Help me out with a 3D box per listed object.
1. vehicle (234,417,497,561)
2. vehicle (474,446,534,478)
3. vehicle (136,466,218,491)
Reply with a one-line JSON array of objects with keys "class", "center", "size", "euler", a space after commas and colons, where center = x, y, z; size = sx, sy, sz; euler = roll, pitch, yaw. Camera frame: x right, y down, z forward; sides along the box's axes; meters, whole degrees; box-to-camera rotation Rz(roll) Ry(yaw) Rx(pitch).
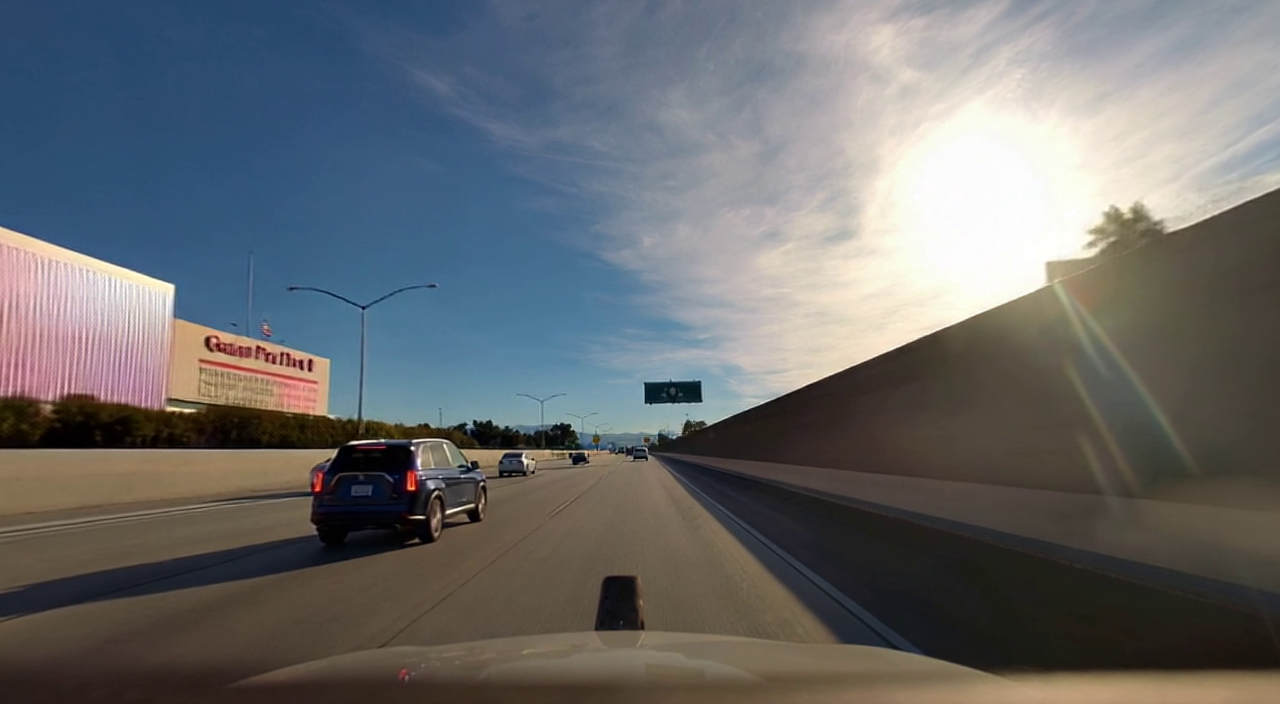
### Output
[{"class": "vehicle", "center": [-3.868, 2.014, 9.984], "size": [2.059, 1.725, 4.521], "euler": [0, -9, 1]}, {"class": "vehicle", "center": [-7.220, 5.884, 34.005], "size": [1.998, 1.542, 4.953], "euler": [0, -9, 1]}, {"class": "vehicle", "center": [-31.888, 8.690, 43.540], "size": [2.137, 1.512, 4.559], "euler": [0, -9, 1]}]
